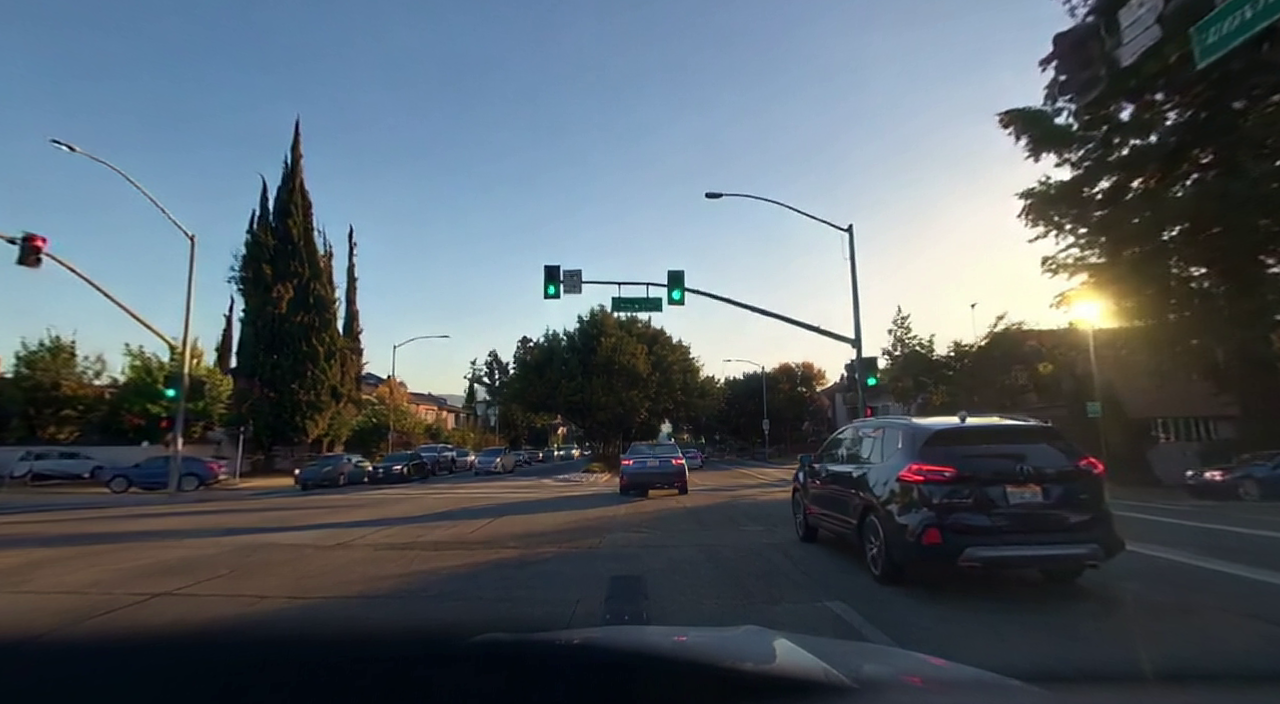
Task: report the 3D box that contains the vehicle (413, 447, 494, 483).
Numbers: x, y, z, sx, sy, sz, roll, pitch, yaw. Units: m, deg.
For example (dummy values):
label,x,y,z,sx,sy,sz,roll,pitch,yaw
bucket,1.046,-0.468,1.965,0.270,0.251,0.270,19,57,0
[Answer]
label,x,y,z,sx,sy,sz,roll,pitch,yaw
vehicle,-8.123,4.935,27.925,2.083,1.420,4.702,0,-8,1

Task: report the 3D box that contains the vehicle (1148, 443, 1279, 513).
label,x,y,z,sx,sy,sz,roll,pitch,yaw
vehicle,14.848,2.797,14.324,4.856,1.454,1.923,0,-8,1

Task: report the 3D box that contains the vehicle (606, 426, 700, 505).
label,x,y,z,sx,sy,sz,roll,pitch,yaw
vehicle,0.301,2.959,16.955,2.185,1.822,4.391,0,-8,0

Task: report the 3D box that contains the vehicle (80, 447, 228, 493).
label,x,y,z,sx,sy,sz,roll,pitch,yaw
vehicle,-20.691,4.972,26.994,1.986,1.742,4.580,-7,-11,40

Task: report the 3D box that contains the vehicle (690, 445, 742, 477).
label,x,y,z,sx,sy,sz,roll,pitch,yaw
vehicle,3.849,5.584,32.767,2.096,1.489,4.757,0,-8,0

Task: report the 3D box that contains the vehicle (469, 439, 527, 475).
label,x,y,z,sx,sy,sz,roll,pitch,yaw
vehicle,-8.218,6.086,36.903,2.182,1.939,4.889,0,-8,1

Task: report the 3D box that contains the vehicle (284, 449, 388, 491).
label,x,y,z,sx,sy,sz,roll,pitch,yaw
vehicle,-12.102,4.707,25.478,1.959,1.450,4.487,0,-8,1

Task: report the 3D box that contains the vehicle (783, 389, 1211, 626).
label,x,y,z,sx,sy,sz,roll,pitch,yaw
vehicle,3.251,1.496,7.095,2.166,1.799,4.372,0,-8,-1
